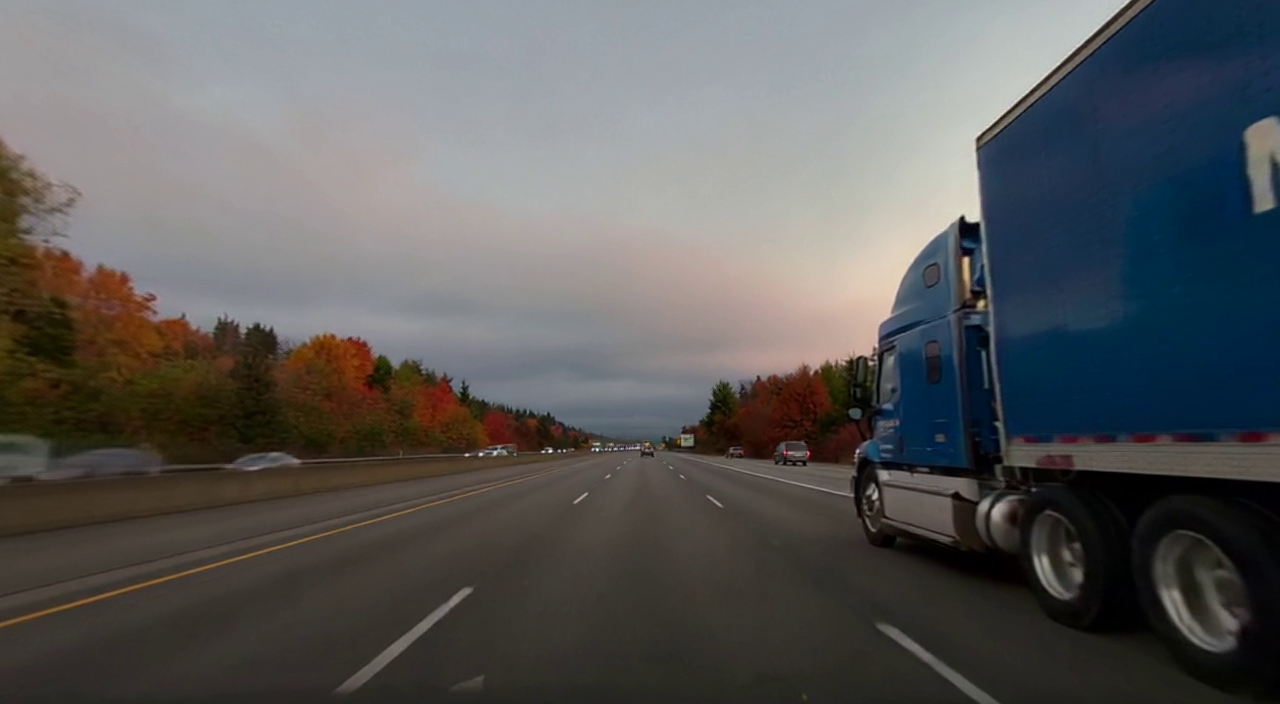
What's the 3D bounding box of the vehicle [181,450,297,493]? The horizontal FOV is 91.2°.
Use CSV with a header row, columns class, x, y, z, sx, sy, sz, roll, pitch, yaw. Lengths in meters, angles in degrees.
class,x,y,z,sx,sy,sz,roll,pitch,yaw
vehicle,-15.402,4.588,24.344,1.850,1.489,3.955,0,-9,0
